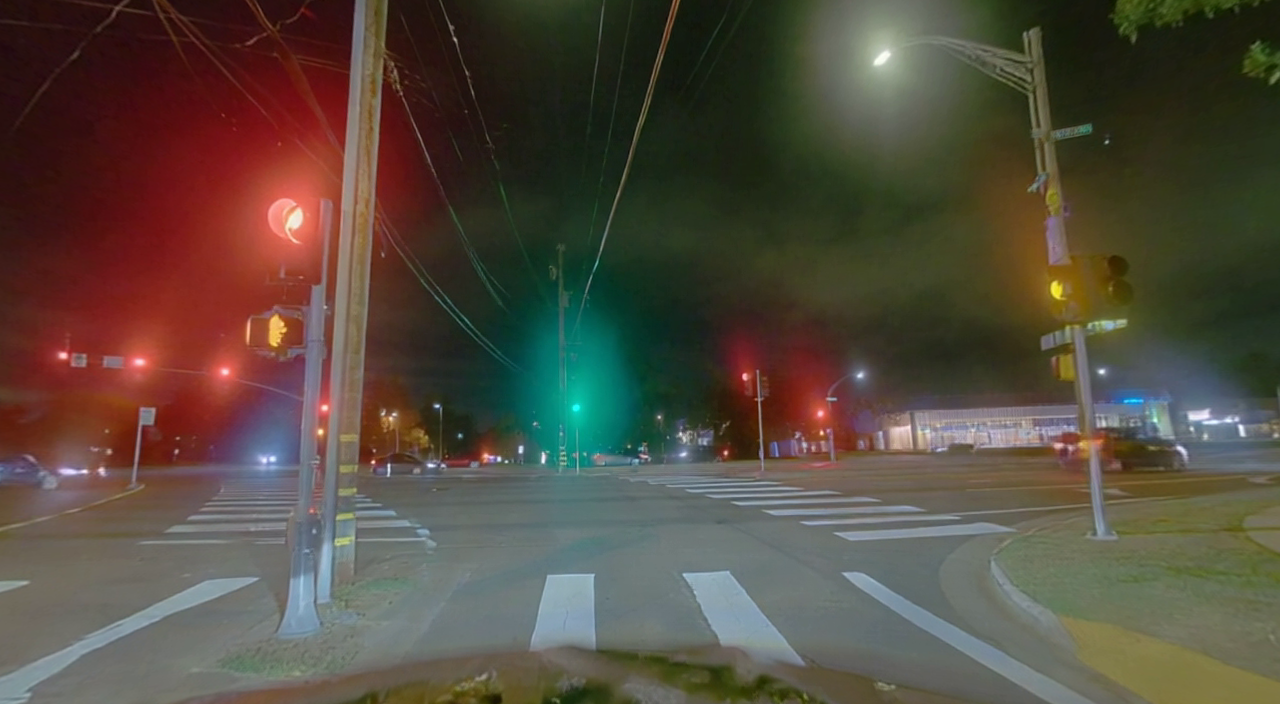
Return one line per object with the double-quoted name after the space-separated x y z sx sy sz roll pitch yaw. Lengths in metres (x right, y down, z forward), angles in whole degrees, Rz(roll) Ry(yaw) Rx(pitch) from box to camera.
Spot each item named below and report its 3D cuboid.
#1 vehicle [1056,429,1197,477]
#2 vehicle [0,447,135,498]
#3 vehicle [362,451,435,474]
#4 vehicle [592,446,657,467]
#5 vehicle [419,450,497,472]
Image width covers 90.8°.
18.337 3.782 23.830 4.530 1.648 2.075 3 -9 -22 "vehicle"
-18.932 3.774 20.188 4.700 1.479 2.095 -3 -9 20 "vehicle"
-17.224 7.850 45.098 4.623 1.471 1.805 4 -9 -26 "vehicle"
-1.147 7.550 45.810 4.391 1.451 1.717 4 -9 -26 "vehicle"
-12.590 7.516 43.737 4.837 1.407 1.818 4 -9 -26 "vehicle"
